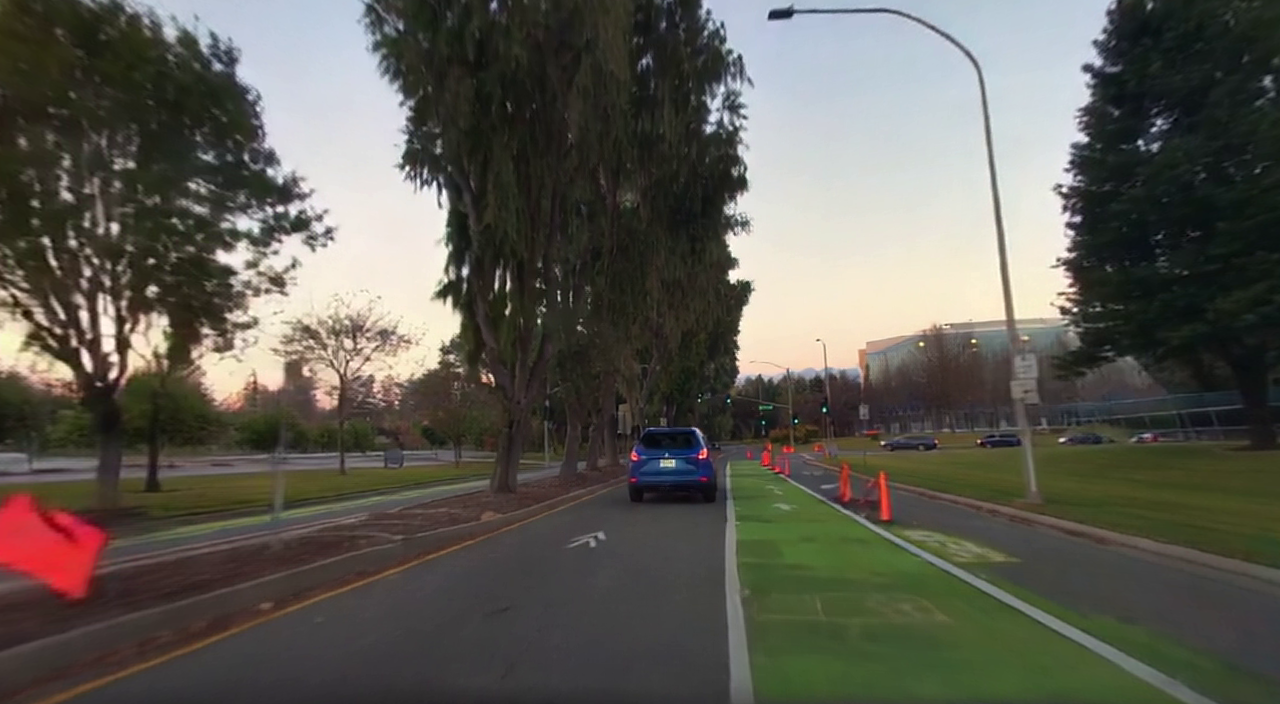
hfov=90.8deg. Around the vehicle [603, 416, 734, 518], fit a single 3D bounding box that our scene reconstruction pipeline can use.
[{"bbox_3d":[0.779,2.409,13.654,2.339,1.790,4.629,-1,-9,7],"label":"vehicle"}]
